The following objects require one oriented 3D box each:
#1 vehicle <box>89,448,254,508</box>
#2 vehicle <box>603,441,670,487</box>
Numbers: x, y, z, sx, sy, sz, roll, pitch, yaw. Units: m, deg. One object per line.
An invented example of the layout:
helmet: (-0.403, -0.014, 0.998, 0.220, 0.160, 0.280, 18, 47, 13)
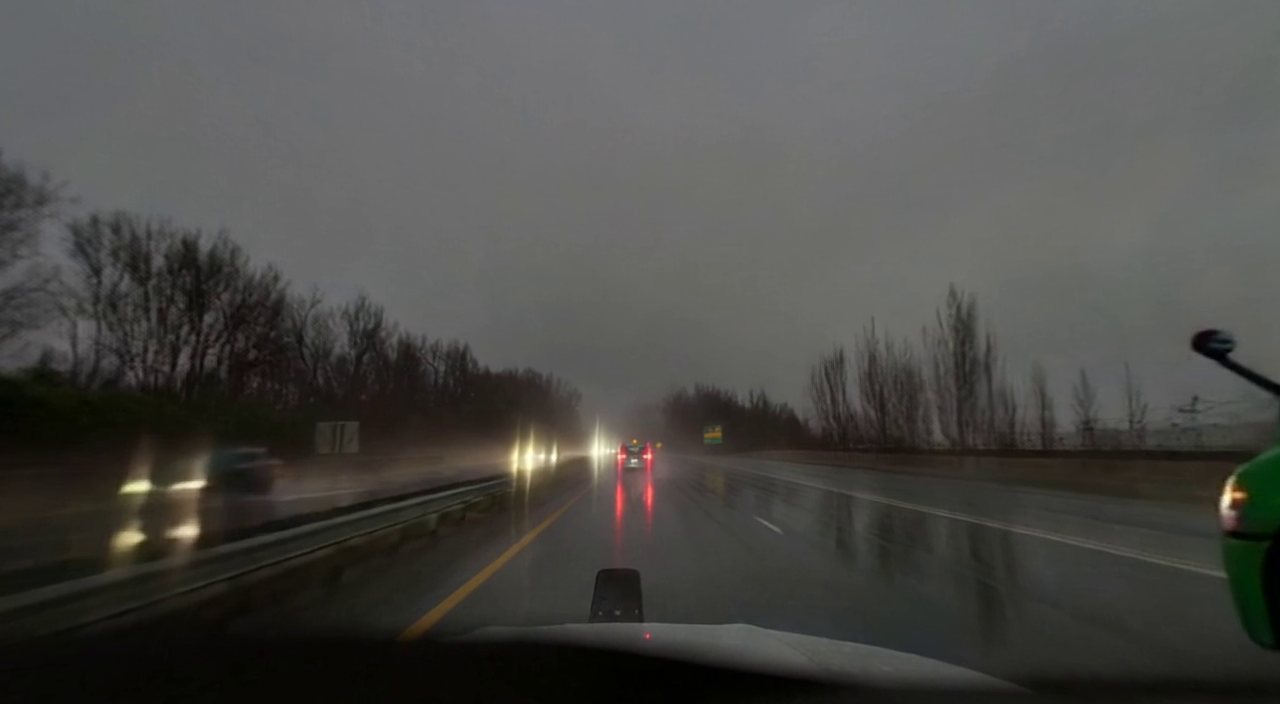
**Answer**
vehicle: (-13.656, 3.647, 18.622, 1.834, 1.539, 3.929, 0, -9, -1)
vehicle: (-0.160, 4.070, 23.081, 2.244, 1.506, 4.097, 0, -9, -1)
